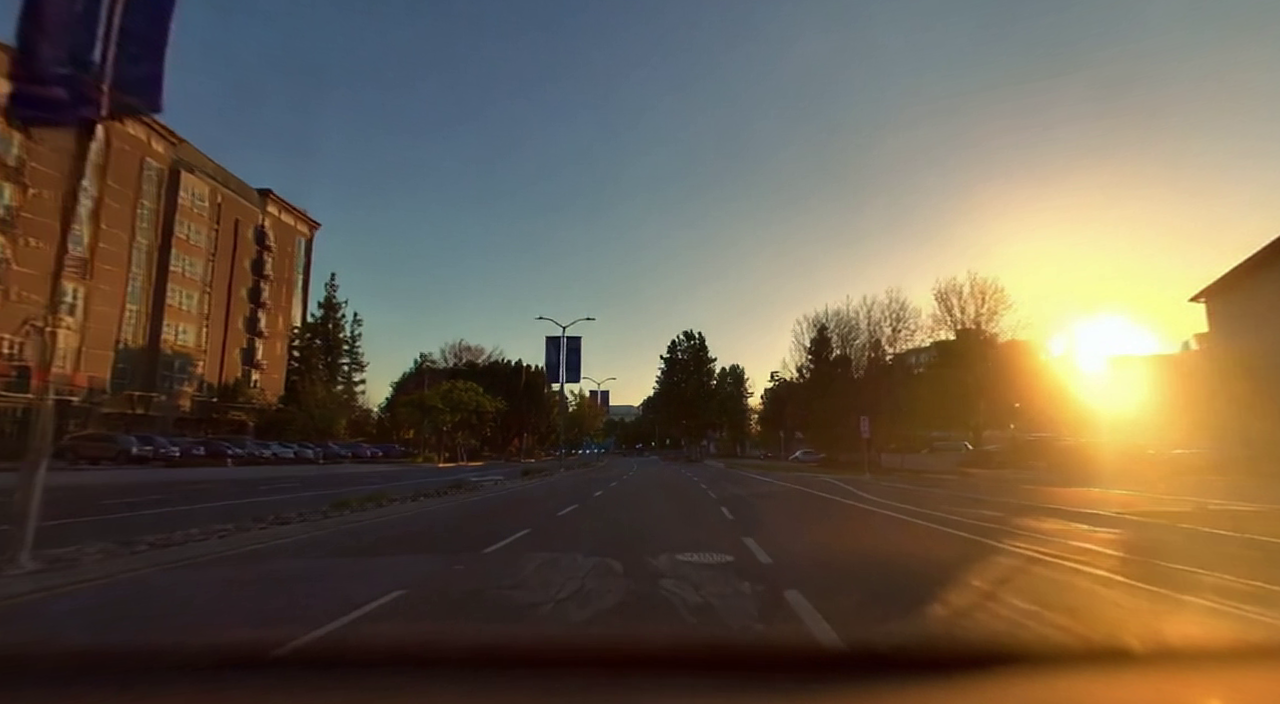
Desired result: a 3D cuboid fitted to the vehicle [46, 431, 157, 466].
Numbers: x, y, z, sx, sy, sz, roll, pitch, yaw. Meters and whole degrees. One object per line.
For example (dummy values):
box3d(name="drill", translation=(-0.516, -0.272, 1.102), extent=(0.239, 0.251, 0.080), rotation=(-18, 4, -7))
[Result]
box3d(name="vehicle", translation=(-32.918, 5.926, 38.778), extent=(4.579, 1.962, 2.161), rotation=(1, -9, -16))
